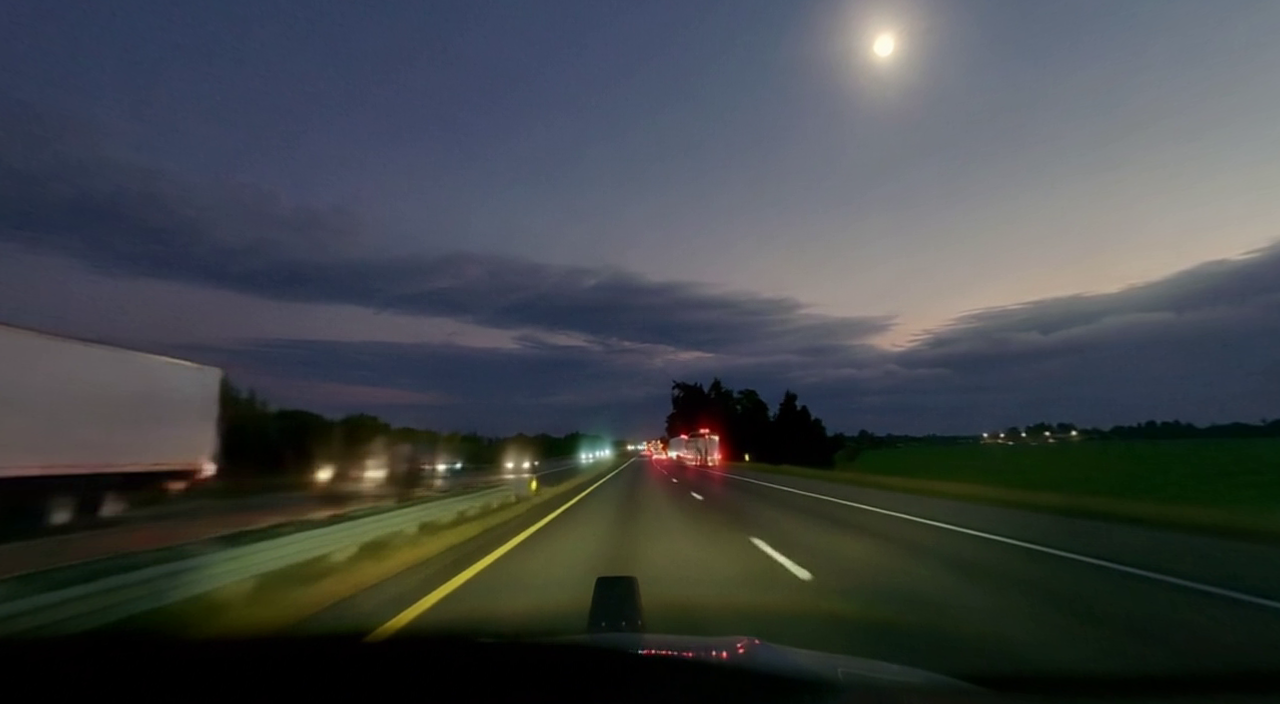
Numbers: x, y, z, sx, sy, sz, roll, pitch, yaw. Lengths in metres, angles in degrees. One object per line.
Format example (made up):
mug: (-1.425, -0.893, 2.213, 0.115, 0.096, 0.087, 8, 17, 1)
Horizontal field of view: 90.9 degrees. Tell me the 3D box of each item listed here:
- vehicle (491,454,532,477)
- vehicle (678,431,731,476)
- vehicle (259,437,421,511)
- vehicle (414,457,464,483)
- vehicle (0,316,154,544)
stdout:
vehicle: (-9.097, 8.033, 44.847, 1.989, 1.540, 4.178, 0, -9, 1)
vehicle: (3.843, 6.211, 38.620, 2.472, 2.562, 5.594, 0, -9, -2)
vehicle: (-8.507, 3.508, 18.583, 2.140, 1.850, 5.186, 0, -9, 1)
vehicle: (-12.542, 7.363, 39.560, 1.841, 1.447, 3.943, 0, -9, 0)
vehicle: (-13.229, 1.061, 9.127, 3.428, 4.062, 11.018, 0, -9, 1)
